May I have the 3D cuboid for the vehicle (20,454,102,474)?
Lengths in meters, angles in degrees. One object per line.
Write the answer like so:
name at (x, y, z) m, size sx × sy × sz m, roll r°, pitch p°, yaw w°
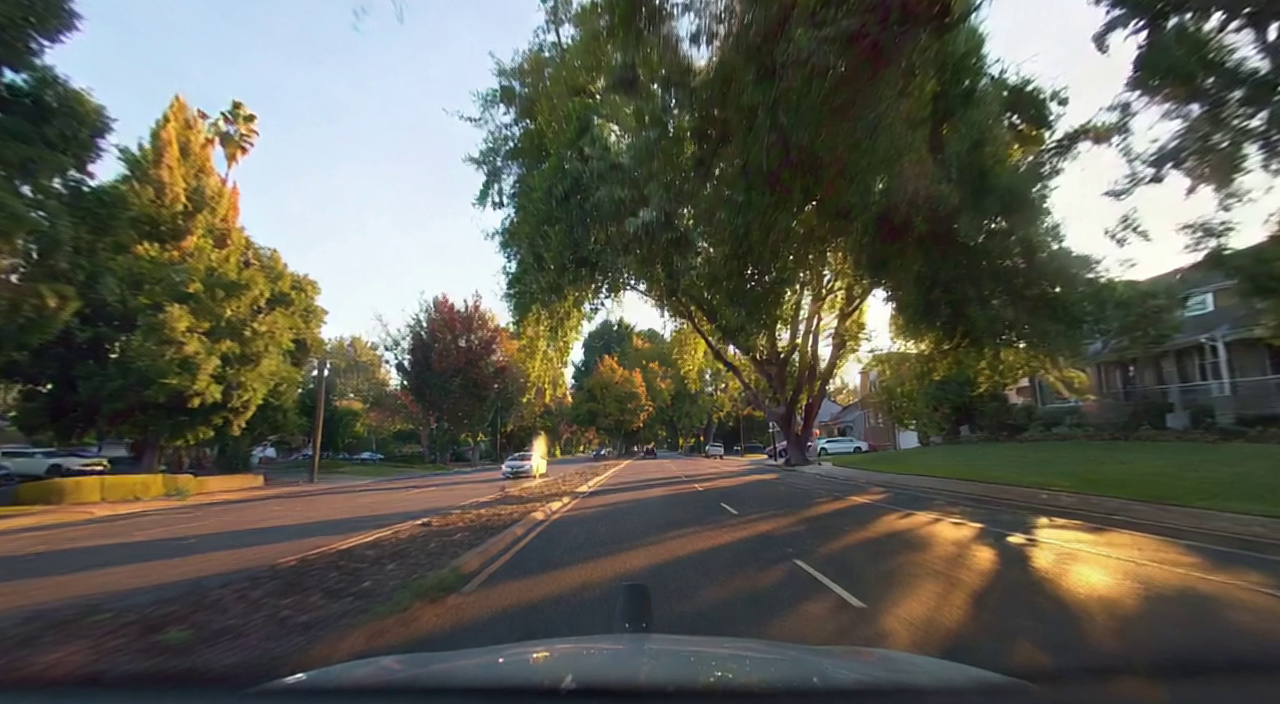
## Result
vehicle at (-43.070, 8.335, 46.928) m, size 4.236 × 1.441 × 1.735 m, roll 0°, pitch -8°, yaw -2°

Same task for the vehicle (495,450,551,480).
vehicle at (-6.382, 6.226, 34.971) m, size 2.188 × 1.478 × 4.567 m, roll -1°, pitch -8°, yaw 1°
